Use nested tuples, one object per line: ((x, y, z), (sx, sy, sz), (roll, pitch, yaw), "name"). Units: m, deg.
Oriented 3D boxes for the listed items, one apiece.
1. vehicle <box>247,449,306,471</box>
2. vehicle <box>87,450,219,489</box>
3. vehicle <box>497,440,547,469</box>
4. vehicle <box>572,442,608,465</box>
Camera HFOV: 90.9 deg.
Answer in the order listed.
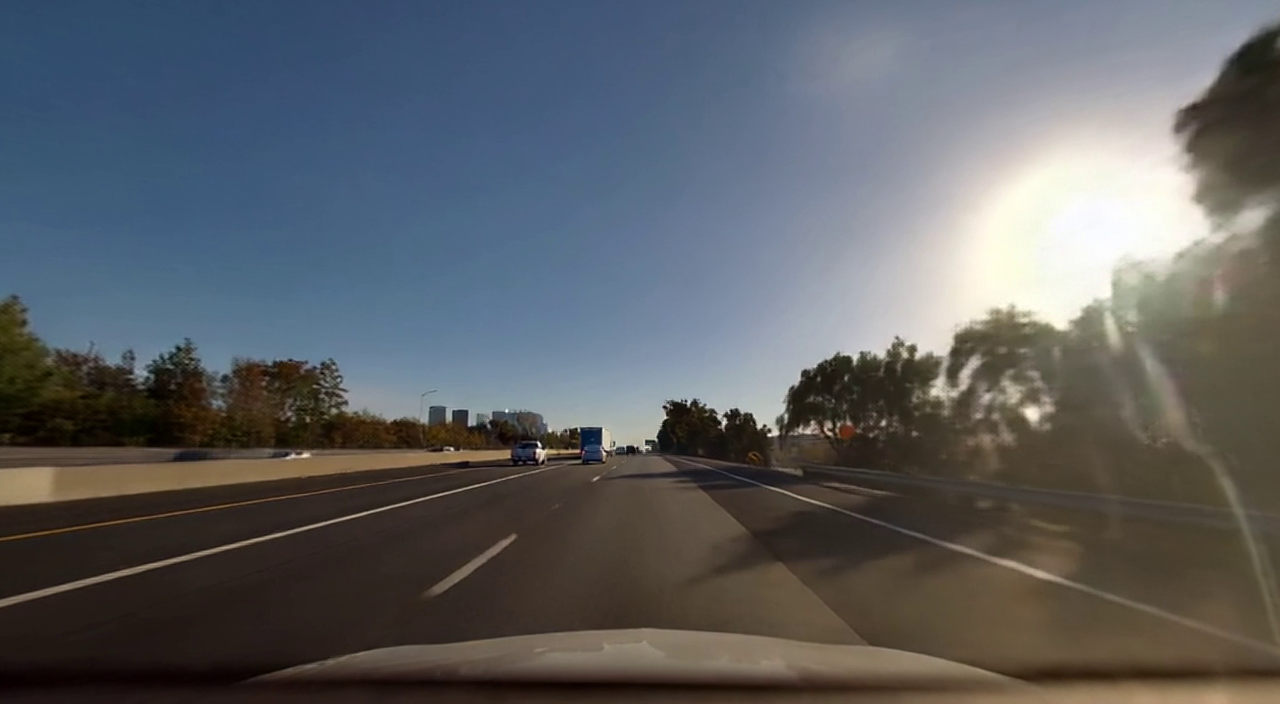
((-27.143, 8.065, 47.238), (1.874, 1.453, 4.230), (0, -8, 1), "vehicle")
((-20.023, 4.809, 26.187), (2.009, 1.430, 4.228), (0, -8, 2), "vehicle")
((-7.057, 6.166, 38.104), (2.075, 1.646, 4.405), (0, -8, 1), "vehicle")
((-3.557, 7.298, 45.504), (2.184, 1.554, 4.350), (0, -8, 1), "vehicle")
